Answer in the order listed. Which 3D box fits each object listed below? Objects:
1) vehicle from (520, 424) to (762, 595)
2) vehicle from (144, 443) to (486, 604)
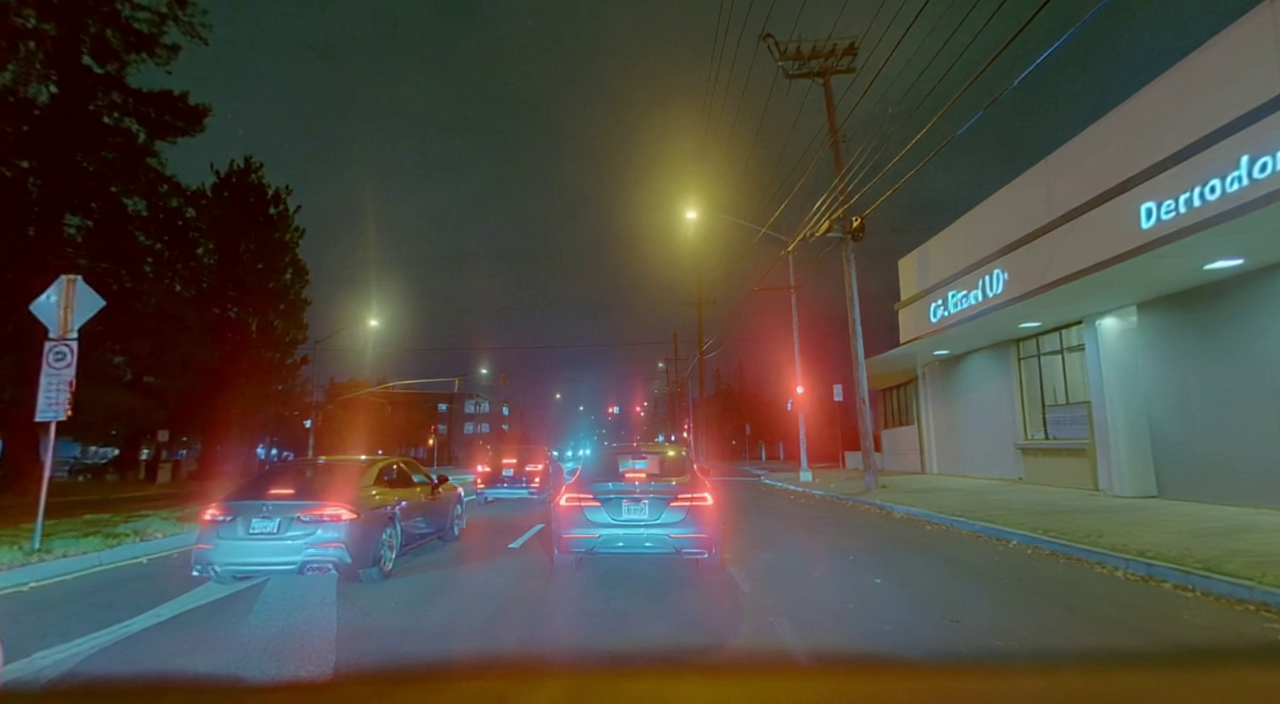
[{"bbox_3d":[-0.009,1.675,7.534,2.101,1.469,3.955,0,-9,0],"label":"vehicle"},{"bbox_3d":[-3.233,1.746,7.350,1.765,1.319,4.013,0,-9,1],"label":"vehicle"}]
